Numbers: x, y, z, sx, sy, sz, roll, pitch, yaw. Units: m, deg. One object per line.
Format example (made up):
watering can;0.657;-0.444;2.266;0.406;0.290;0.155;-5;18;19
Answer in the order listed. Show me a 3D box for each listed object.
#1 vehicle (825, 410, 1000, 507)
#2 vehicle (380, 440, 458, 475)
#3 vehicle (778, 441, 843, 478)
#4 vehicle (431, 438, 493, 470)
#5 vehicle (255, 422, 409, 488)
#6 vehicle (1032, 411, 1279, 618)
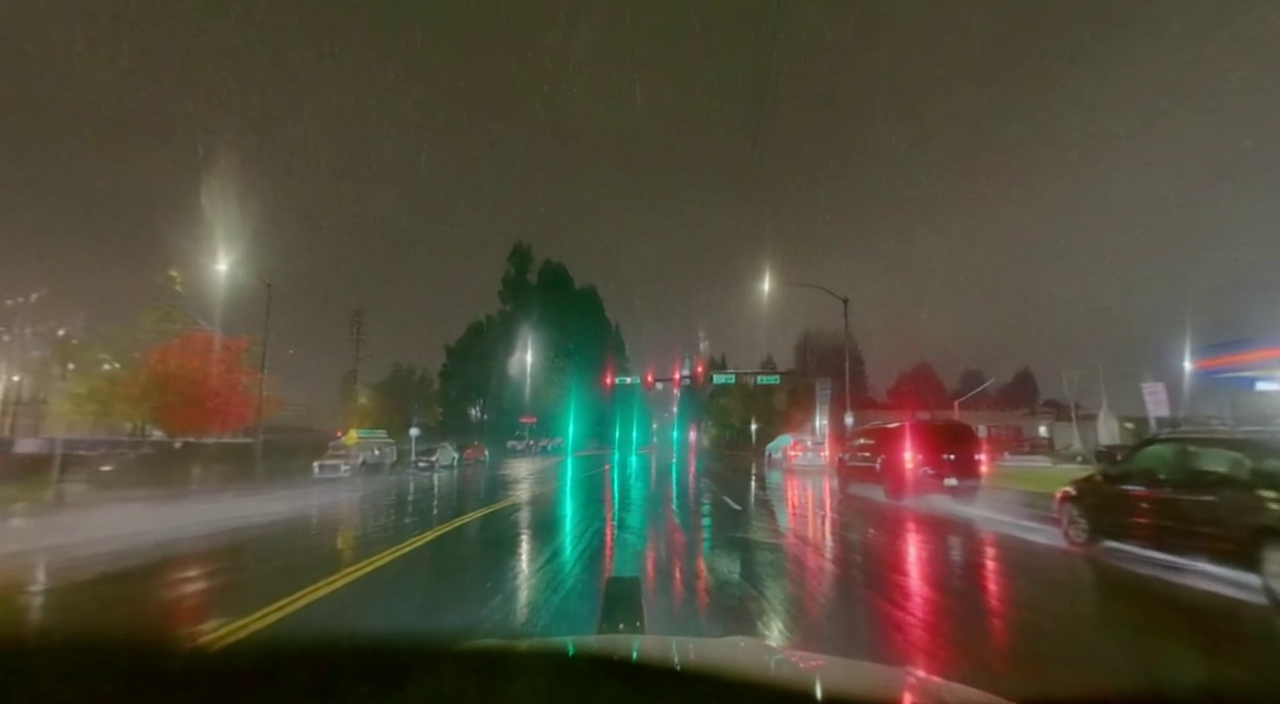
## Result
vehicle;6.822;2.775;16.831;2.181;2.103;6.044;-1;-9;3
vehicle;-10.058;4.819;29.136;1.785;1.478;4.329;-1;-9;4
vehicle;7.175;4.548;27.016;1.738;1.436;4.232;0;-9;2
vehicle;-9.807;5.644;35.251;1.954;1.652;4.440;-1;-9;3
vehicle;-10.422;3.566;22.098;2.214;1.994;5.721;-1;-9;3
vehicle;6.384;1.476;6.054;1.995;1.720;5.067;0;-9;0
